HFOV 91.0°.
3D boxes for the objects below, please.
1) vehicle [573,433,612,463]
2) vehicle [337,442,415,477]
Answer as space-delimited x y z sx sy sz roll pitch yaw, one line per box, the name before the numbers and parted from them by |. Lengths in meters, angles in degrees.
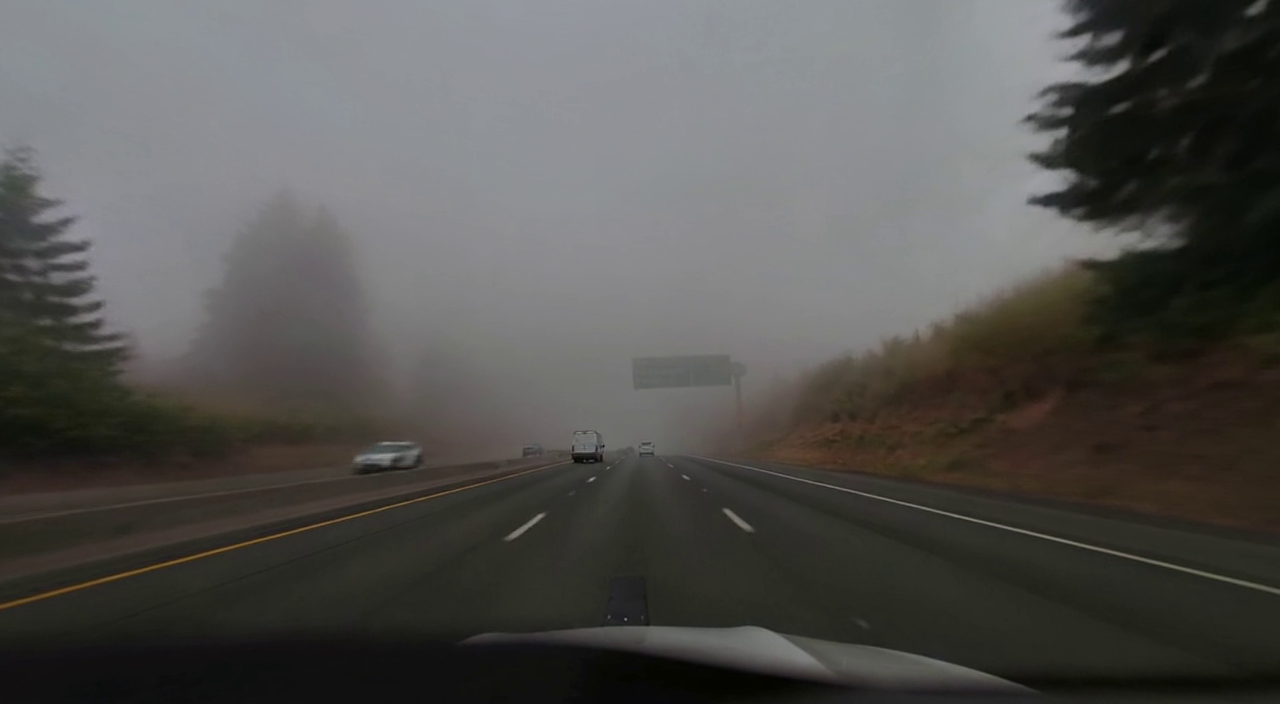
vehicle | -3.234 6.669 43.819 2.286 2.011 4.452 0 -8 1
vehicle | -12.528 5.110 30.167 1.872 1.541 4.178 0 -8 1
